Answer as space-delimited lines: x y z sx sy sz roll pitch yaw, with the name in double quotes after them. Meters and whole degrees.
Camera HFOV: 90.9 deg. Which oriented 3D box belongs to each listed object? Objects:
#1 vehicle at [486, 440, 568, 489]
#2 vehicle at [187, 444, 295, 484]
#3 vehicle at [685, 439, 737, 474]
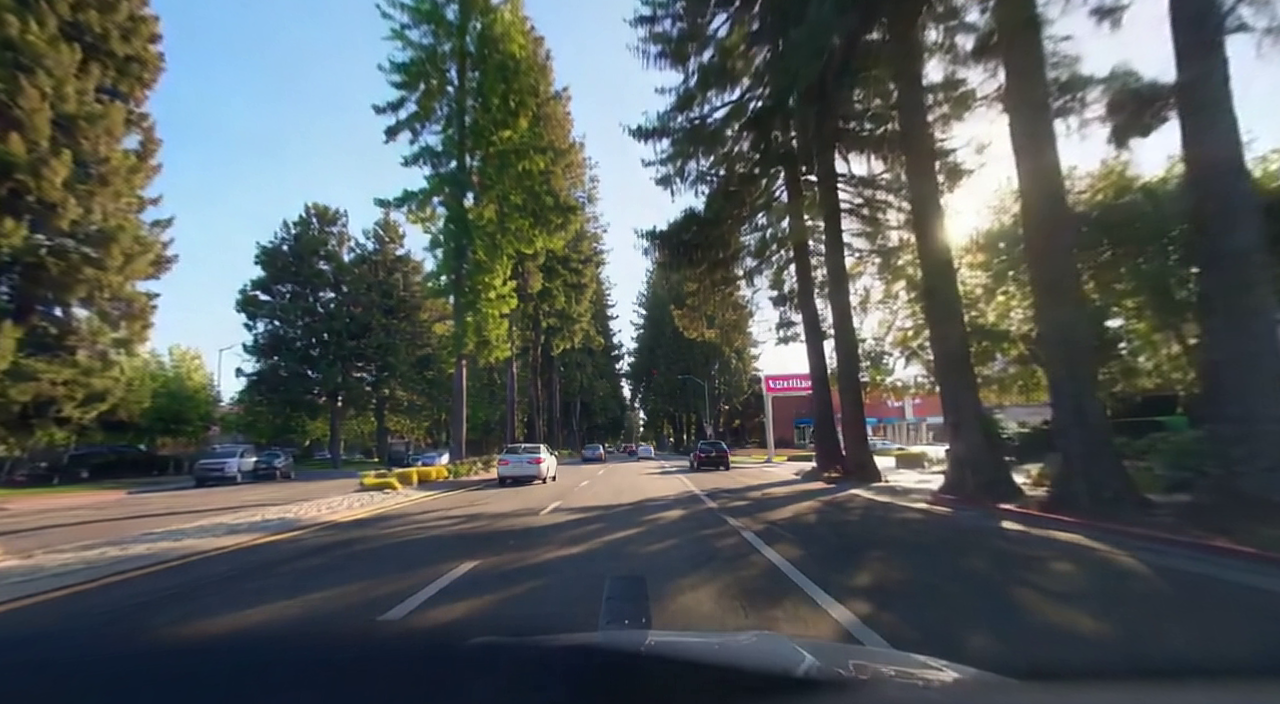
-3.739 3.805 21.724 1.908 1.481 4.536 0 -8 1 "vehicle"
-22.802 6.398 36.432 2.235 2.061 5.936 0 -8 2 "vehicle"
3.333 4.980 30.261 1.922 1.579 3.642 0 -8 -2 "vehicle"
